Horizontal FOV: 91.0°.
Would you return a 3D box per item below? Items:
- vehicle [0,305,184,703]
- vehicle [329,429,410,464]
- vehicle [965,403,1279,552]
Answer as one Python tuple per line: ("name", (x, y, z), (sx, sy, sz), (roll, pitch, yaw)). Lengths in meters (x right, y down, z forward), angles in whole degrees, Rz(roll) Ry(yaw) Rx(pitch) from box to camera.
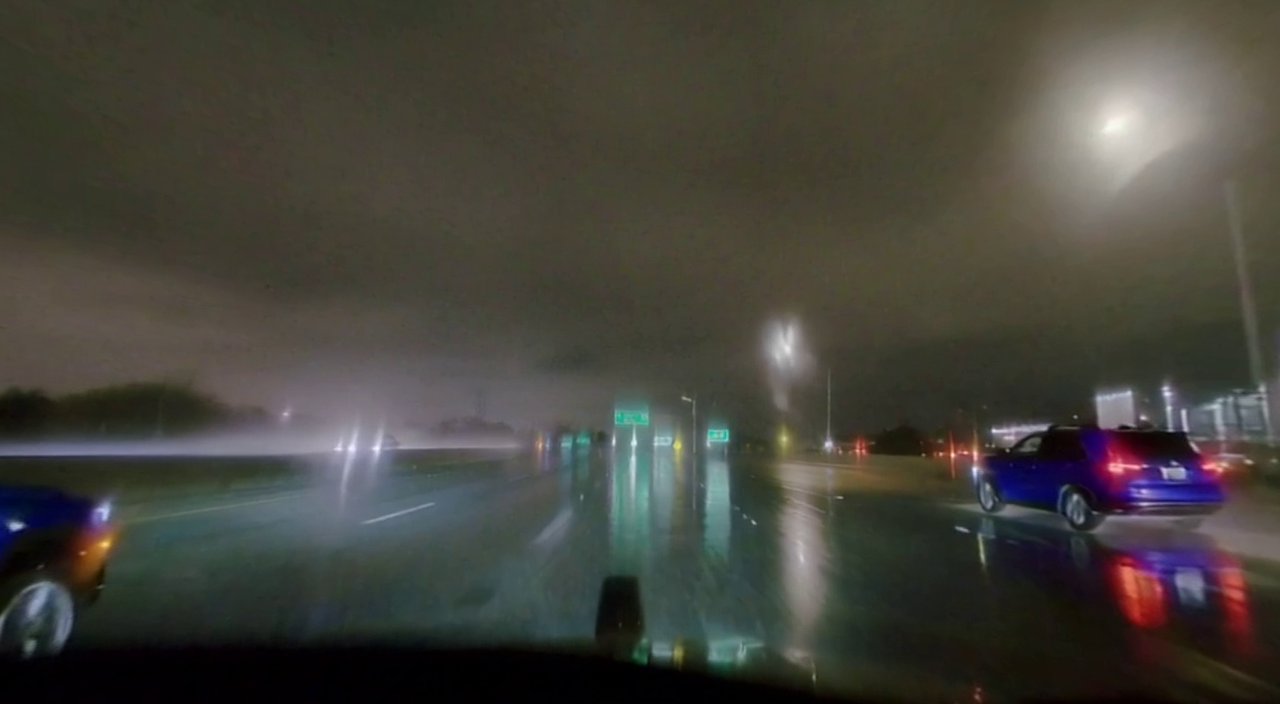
("vehicle", (-3.915, 0.528, 1.462), (2.164, 1.840, 4.688), (0, -9, 0))
("vehicle", (-15.861, 5.597, 37.300), (2.283, 1.920, 5.625), (0, -9, 0))
("vehicle", (7.192, 1.781, 9.563), (2.091, 1.711, 4.383), (0, -9, -1))
